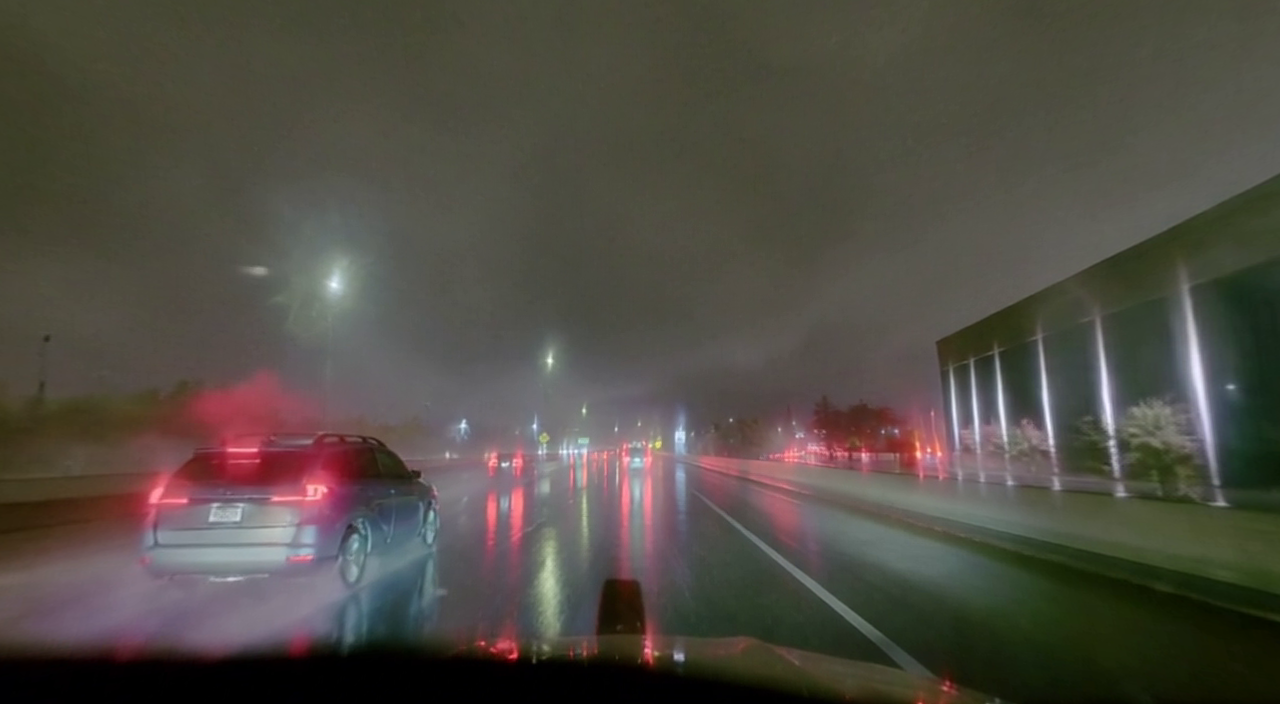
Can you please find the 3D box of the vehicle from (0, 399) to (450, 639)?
[{"bbox_3d":[-3.847,1.560,6.916,2.059,1.725,4.521,0,-9,1],"label":"vehicle"}]

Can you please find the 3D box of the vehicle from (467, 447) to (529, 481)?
[{"bbox_3d":[-7.177,5.698,32.376,1.998,1.542,4.953,0,-9,1],"label":"vehicle"}]
